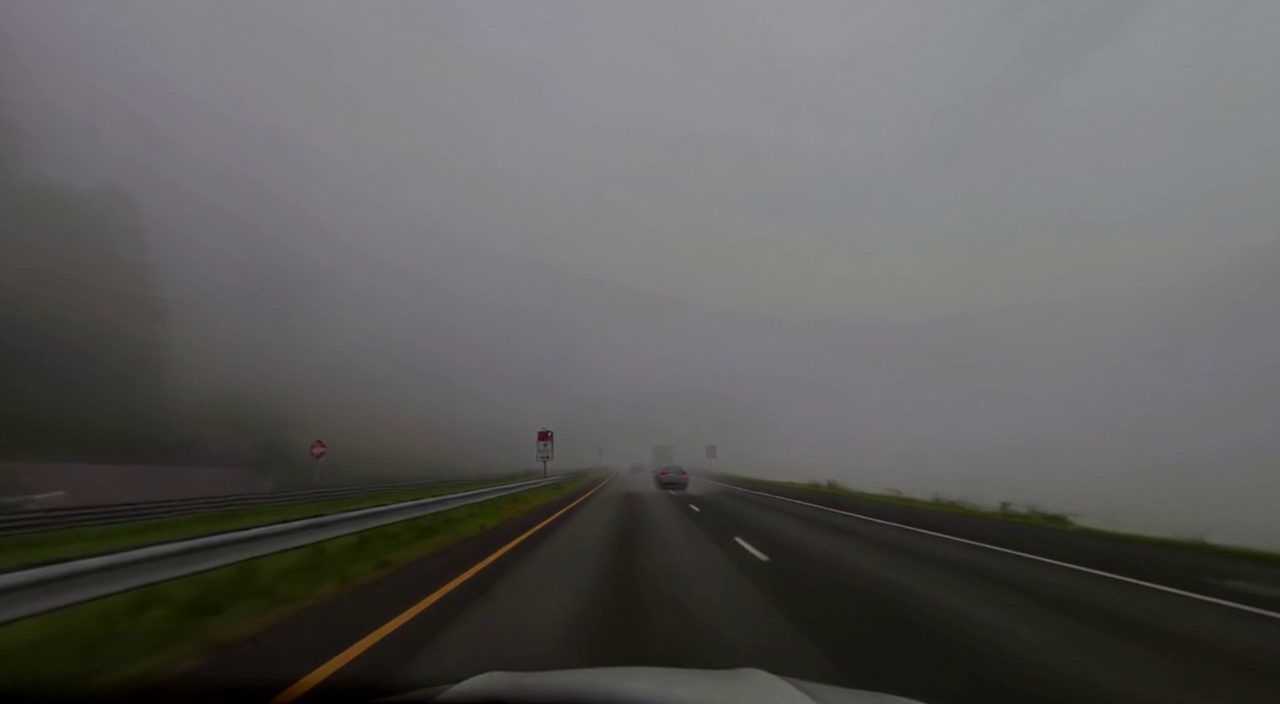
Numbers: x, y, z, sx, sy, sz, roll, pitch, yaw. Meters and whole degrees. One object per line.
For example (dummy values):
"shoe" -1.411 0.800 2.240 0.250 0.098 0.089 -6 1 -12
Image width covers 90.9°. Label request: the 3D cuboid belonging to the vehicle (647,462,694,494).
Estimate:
"vehicle" 1.479 6.332 31.880 1.976 1.467 3.783 1 -10 -3
